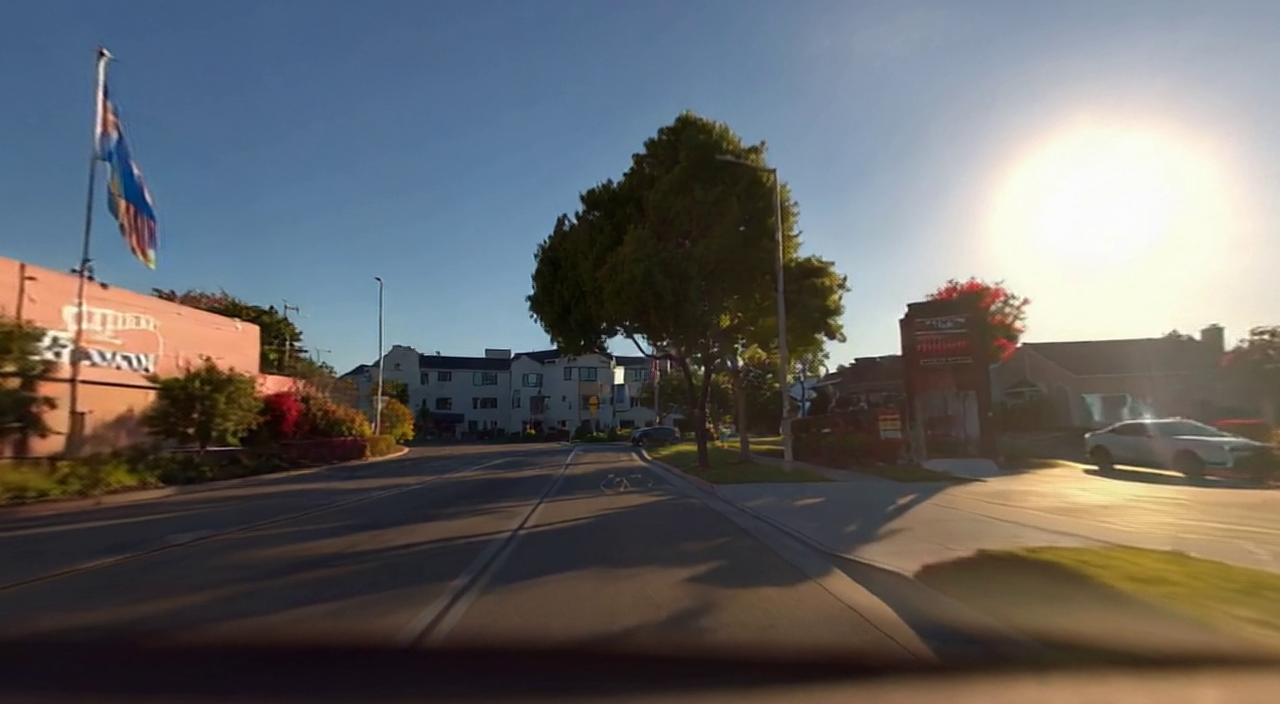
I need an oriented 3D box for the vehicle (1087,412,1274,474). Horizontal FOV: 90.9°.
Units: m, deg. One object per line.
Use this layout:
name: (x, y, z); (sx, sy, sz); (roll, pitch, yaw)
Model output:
vehicle: (19.479, 3.293, 23.082); (1.949, 2.002, 4.914); (1, -8, -11)
